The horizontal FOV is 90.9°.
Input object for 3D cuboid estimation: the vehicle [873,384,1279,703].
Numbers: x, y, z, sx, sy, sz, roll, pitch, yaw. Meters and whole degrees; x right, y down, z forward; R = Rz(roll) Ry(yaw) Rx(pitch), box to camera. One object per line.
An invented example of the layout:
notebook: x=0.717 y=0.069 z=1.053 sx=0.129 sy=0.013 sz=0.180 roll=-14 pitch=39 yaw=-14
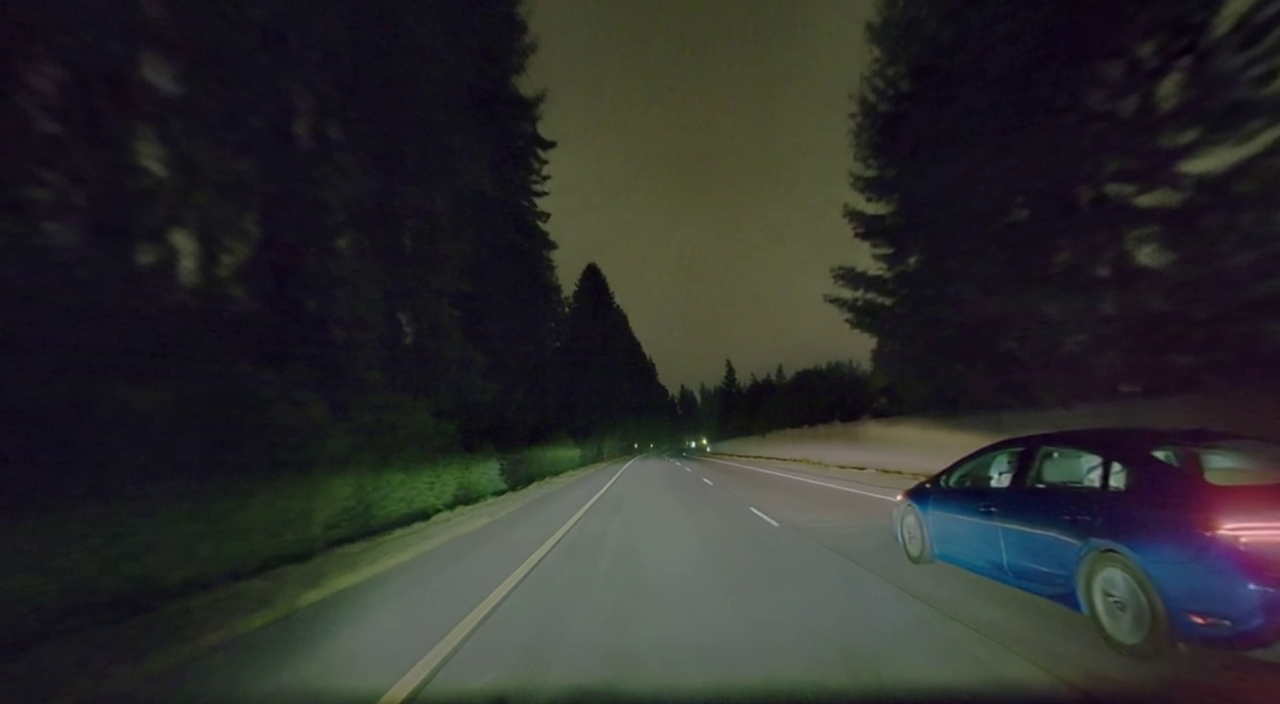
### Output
vehicle: x=3.568 y=1.160 z=4.364 sx=2.061 sy=1.503 sz=4.823 roll=0 pitch=-8 yaw=0
